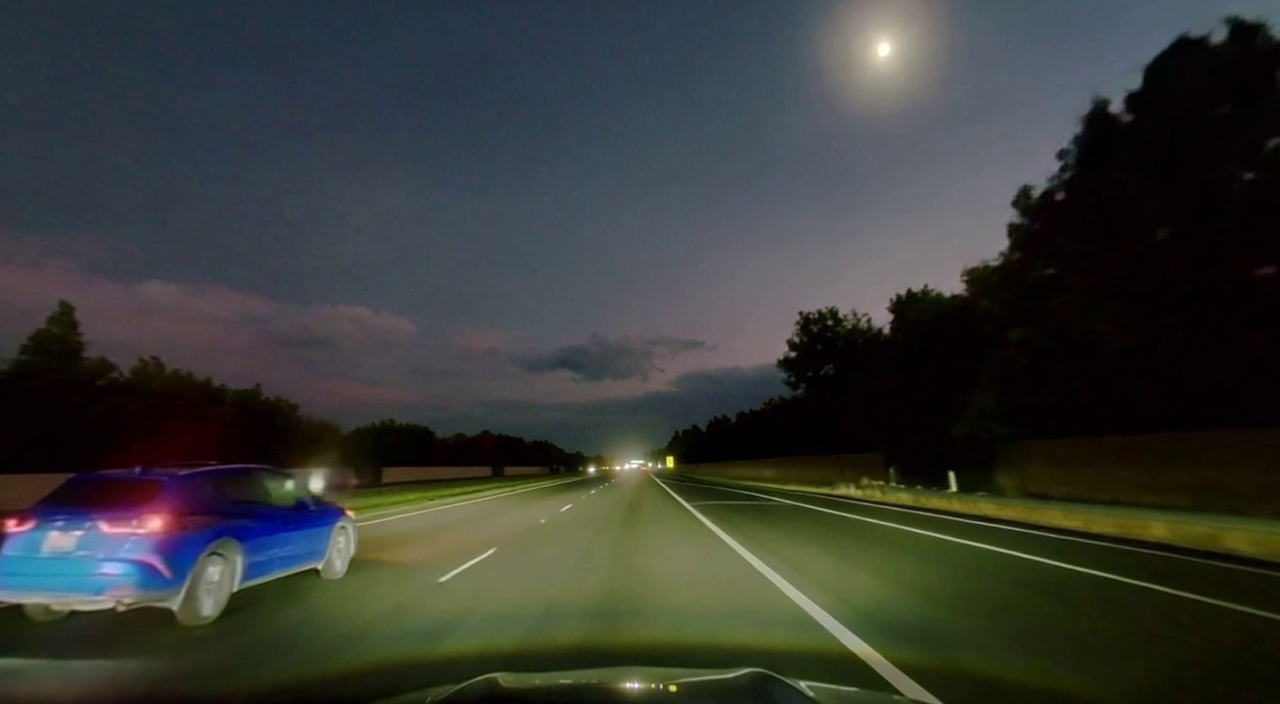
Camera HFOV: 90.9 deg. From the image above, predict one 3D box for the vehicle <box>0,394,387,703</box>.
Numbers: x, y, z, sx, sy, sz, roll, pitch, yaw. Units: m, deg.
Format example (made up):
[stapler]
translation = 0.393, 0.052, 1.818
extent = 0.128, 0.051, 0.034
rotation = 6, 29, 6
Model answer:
[vehicle]
translation = -4.114, 1.417, 5.346
extent = 1.928, 1.593, 4.871
rotation = 1, -10, 0
